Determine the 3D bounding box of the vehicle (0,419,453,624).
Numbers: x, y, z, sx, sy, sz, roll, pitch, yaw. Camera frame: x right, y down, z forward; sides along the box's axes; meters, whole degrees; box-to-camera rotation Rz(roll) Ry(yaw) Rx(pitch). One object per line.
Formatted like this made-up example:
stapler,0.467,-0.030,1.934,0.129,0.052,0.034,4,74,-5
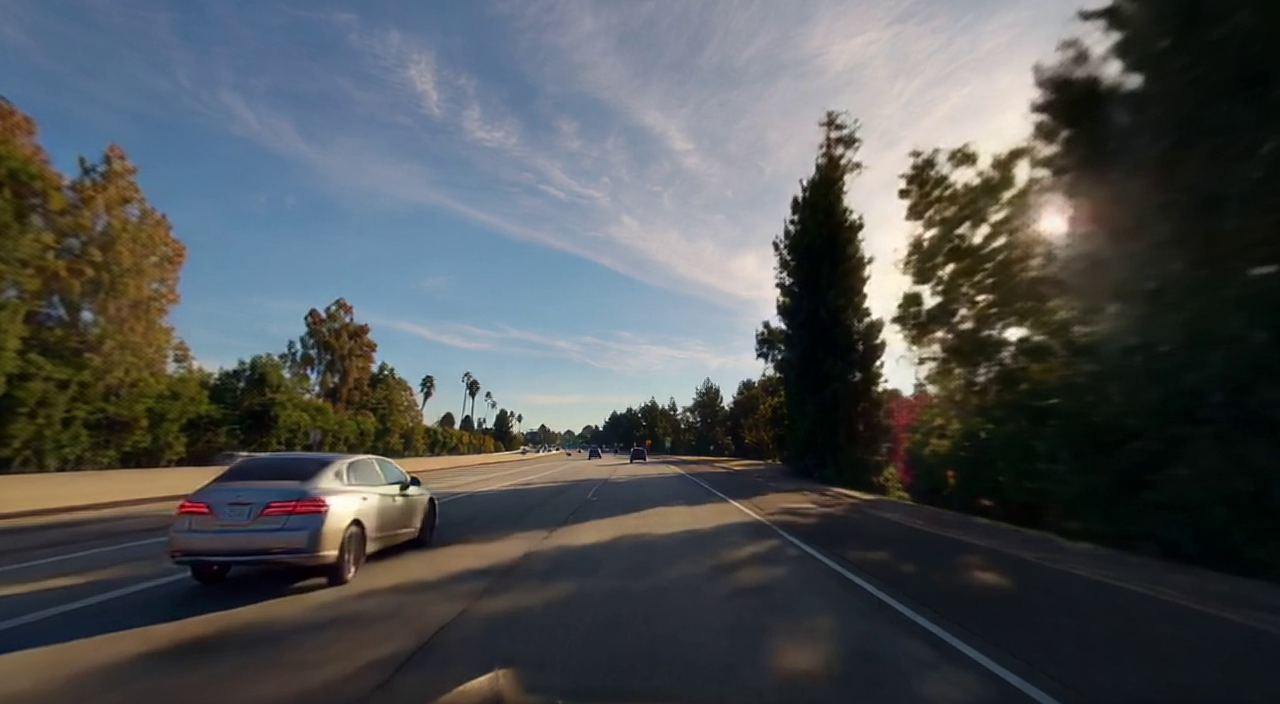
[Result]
vehicle,-3.974,1.656,7.282,2.092,1.562,4.748,0,-8,1
